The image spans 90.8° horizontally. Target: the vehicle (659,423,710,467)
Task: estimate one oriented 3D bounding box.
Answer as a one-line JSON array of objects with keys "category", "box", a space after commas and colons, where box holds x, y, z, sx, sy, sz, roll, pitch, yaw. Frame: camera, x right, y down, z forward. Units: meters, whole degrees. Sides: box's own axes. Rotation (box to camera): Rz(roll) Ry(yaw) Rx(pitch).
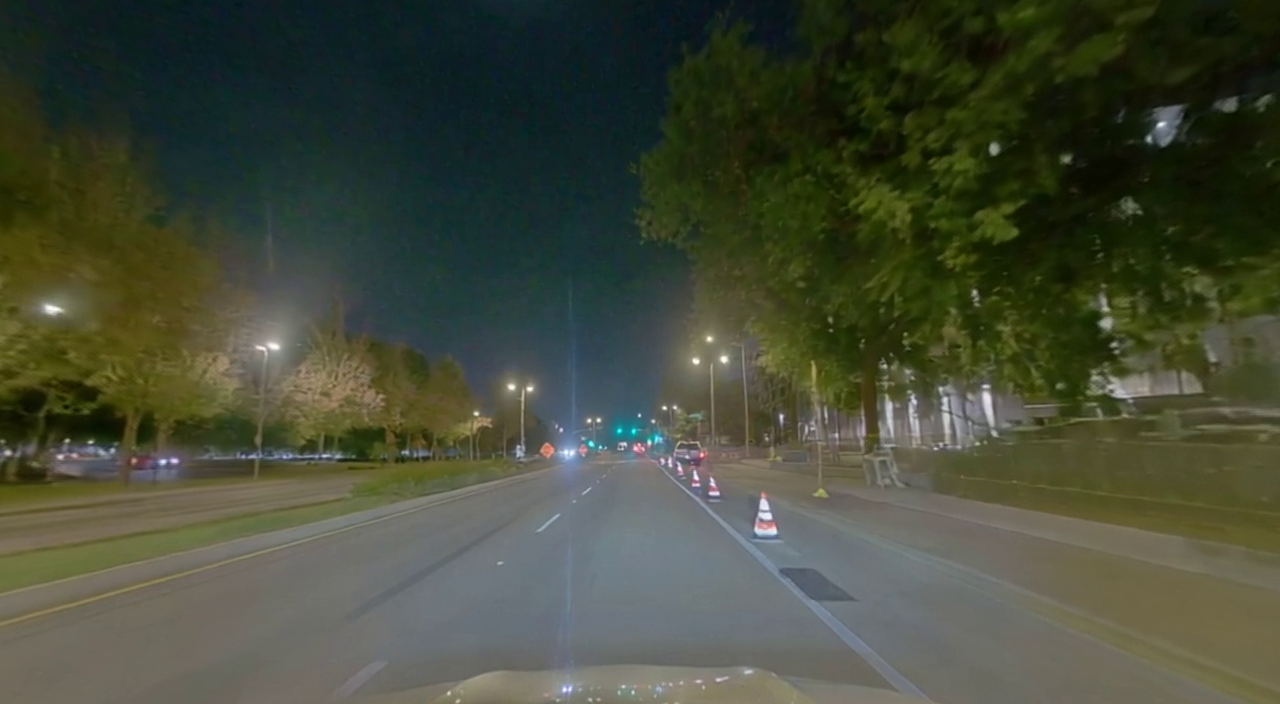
[{"category": "vehicle", "box": [2.861, 6.134, 41.683, 2.849, 2.686, 3.176, -1, -8, -4]}]
